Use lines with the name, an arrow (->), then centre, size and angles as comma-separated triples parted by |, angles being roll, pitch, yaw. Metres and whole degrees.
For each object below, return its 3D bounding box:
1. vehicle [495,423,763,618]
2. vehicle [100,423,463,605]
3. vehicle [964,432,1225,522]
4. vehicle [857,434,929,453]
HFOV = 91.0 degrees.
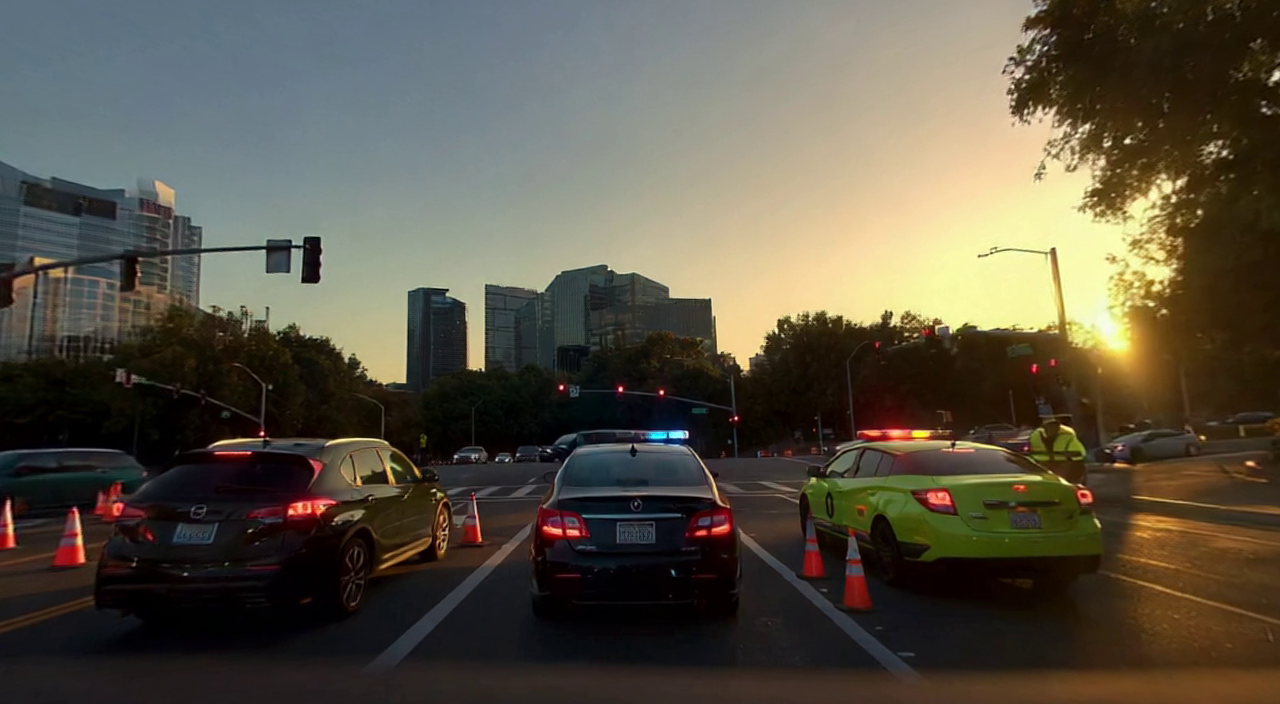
vehicle -> -0.124, 1.625, 7.093 | 2.061, 1.486, 4.332 | 0, -8, -1
vehicle -> -3.611, 1.675, 7.395 | 1.863, 1.526, 4.006 | 0, -9, 1
vehicle -> 9.341, 2.583, 13.615 | 1.957, 1.576, 4.670 | 0, -9, -3
vehicle -> 20.029, 7.270, 49.938 | 4.827, 1.484, 1.883 | 0, -9, 0
